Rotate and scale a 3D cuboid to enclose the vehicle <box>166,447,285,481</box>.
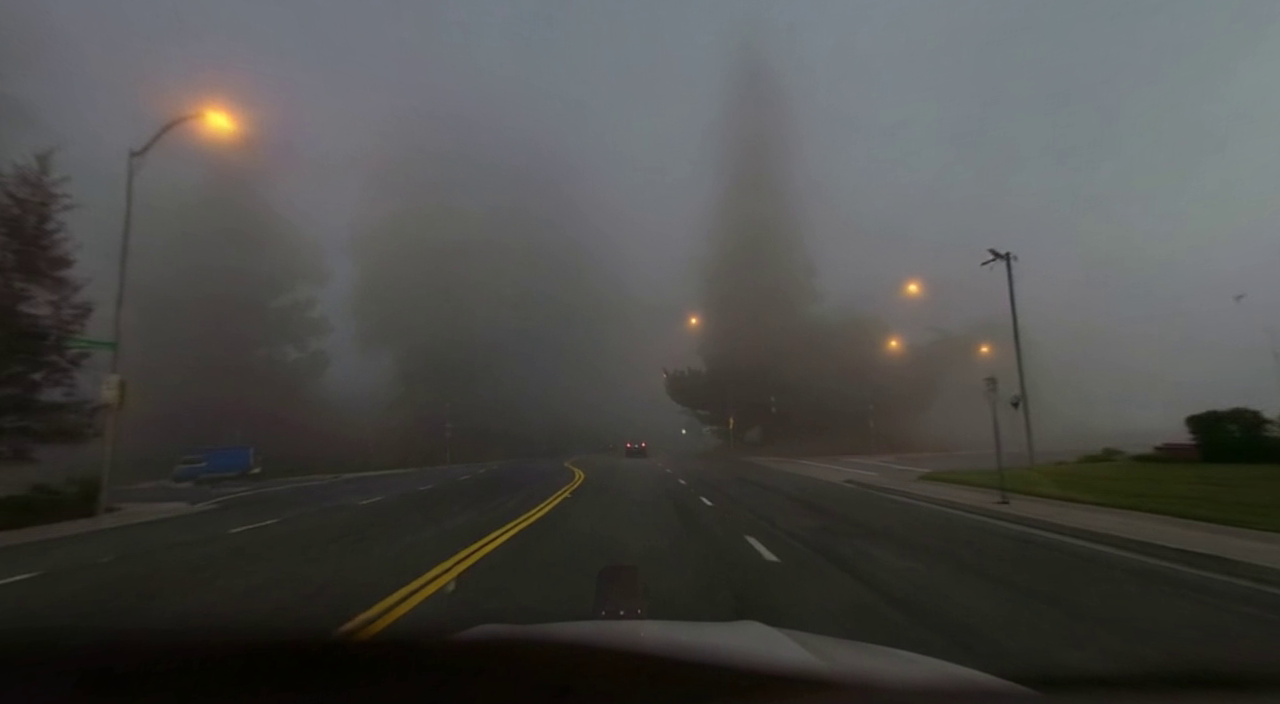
[{"bbox_3d":[-25.930,6.957,39.763,2.239,1.961,5.660,-6,-10,33],"label":"vehicle"}]
